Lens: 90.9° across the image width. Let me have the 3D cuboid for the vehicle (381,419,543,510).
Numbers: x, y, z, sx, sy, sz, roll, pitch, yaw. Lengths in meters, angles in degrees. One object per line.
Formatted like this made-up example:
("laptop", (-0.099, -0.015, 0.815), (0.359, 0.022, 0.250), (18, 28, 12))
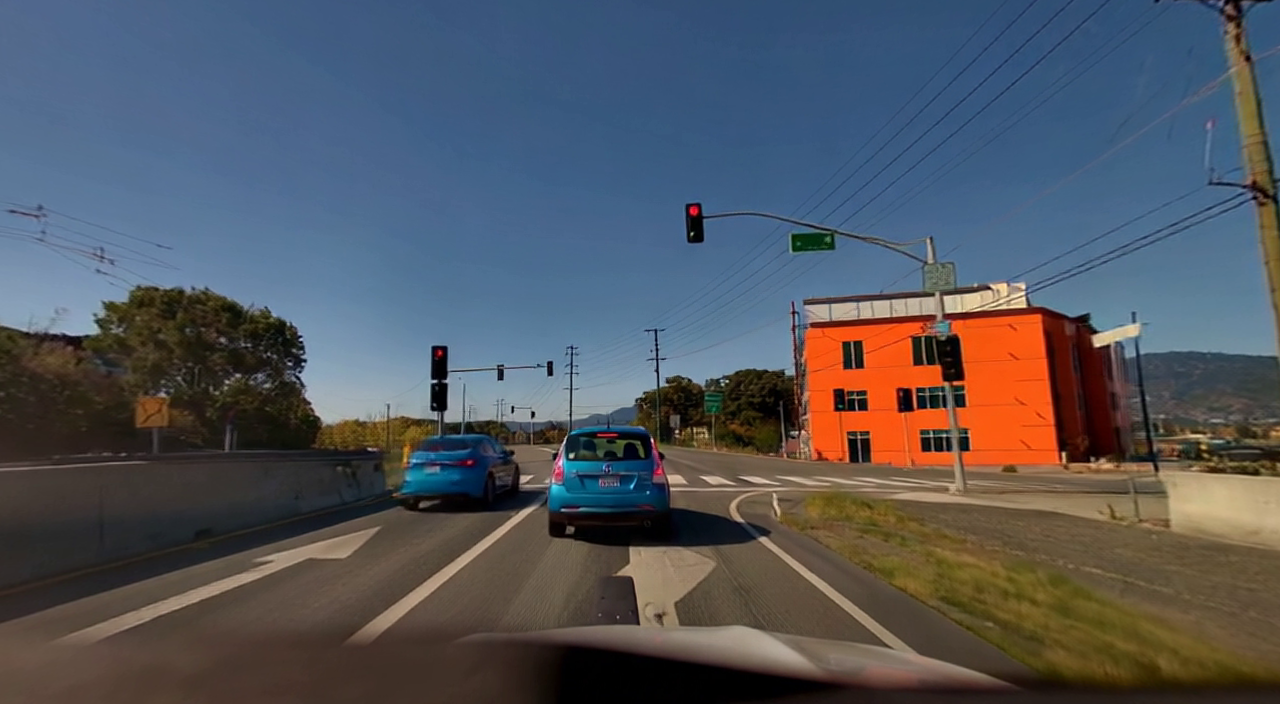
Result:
("vehicle", (-3.437, 2.260, 13.180), (2.097, 1.573, 4.284), (0, -8, 0))

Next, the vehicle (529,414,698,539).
("vehicle", (-0.334, 1.819, 9.813), (2.123, 1.566, 3.662), (0, -8, 0))
